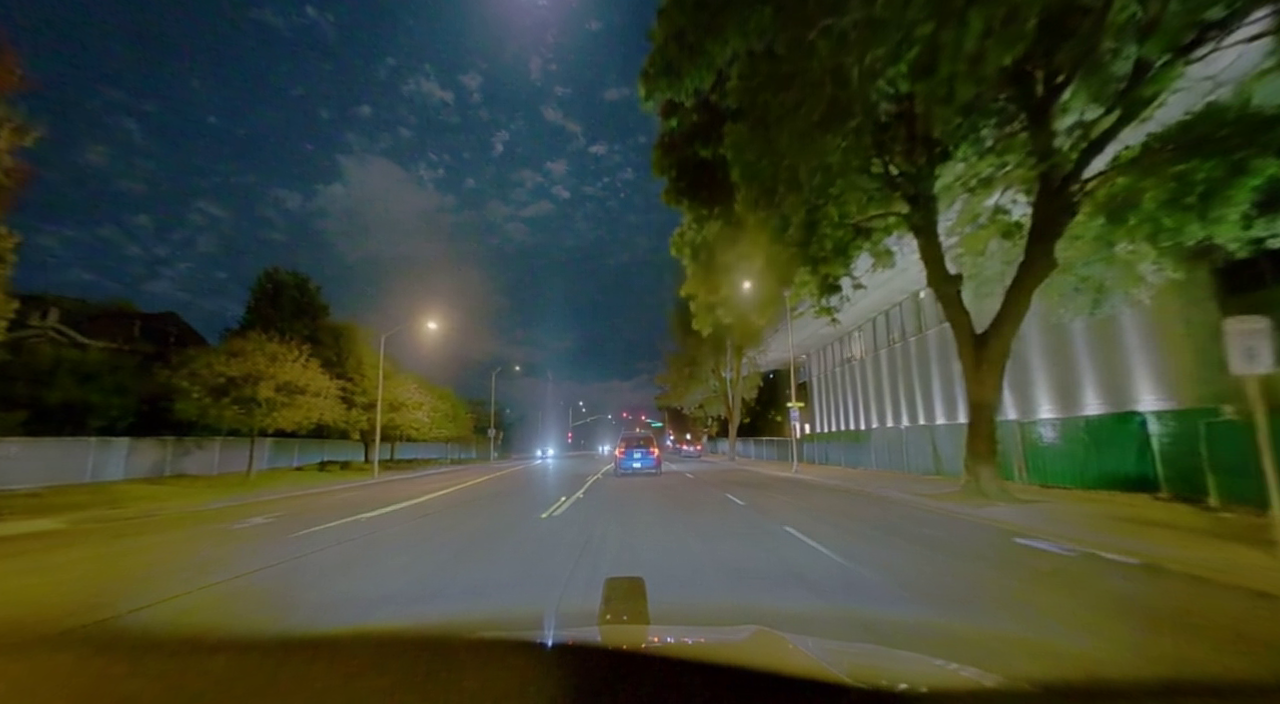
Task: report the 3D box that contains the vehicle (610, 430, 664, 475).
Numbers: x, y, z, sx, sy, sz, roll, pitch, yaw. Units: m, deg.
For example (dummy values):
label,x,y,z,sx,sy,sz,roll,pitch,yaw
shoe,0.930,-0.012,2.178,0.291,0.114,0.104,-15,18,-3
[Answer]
label,x,y,z,sx,sy,sz,roll,pitch,yaw
vehicle,-0.143,4.730,29.910,2.386,1.947,4.168,0,-8,0

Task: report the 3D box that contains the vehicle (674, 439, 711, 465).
label,x,y,z,sx,sy,sz,roll,pitch,yaw
vehicle,3.675,7.095,44.821,2.138,1.699,4.852,0,-8,-1
